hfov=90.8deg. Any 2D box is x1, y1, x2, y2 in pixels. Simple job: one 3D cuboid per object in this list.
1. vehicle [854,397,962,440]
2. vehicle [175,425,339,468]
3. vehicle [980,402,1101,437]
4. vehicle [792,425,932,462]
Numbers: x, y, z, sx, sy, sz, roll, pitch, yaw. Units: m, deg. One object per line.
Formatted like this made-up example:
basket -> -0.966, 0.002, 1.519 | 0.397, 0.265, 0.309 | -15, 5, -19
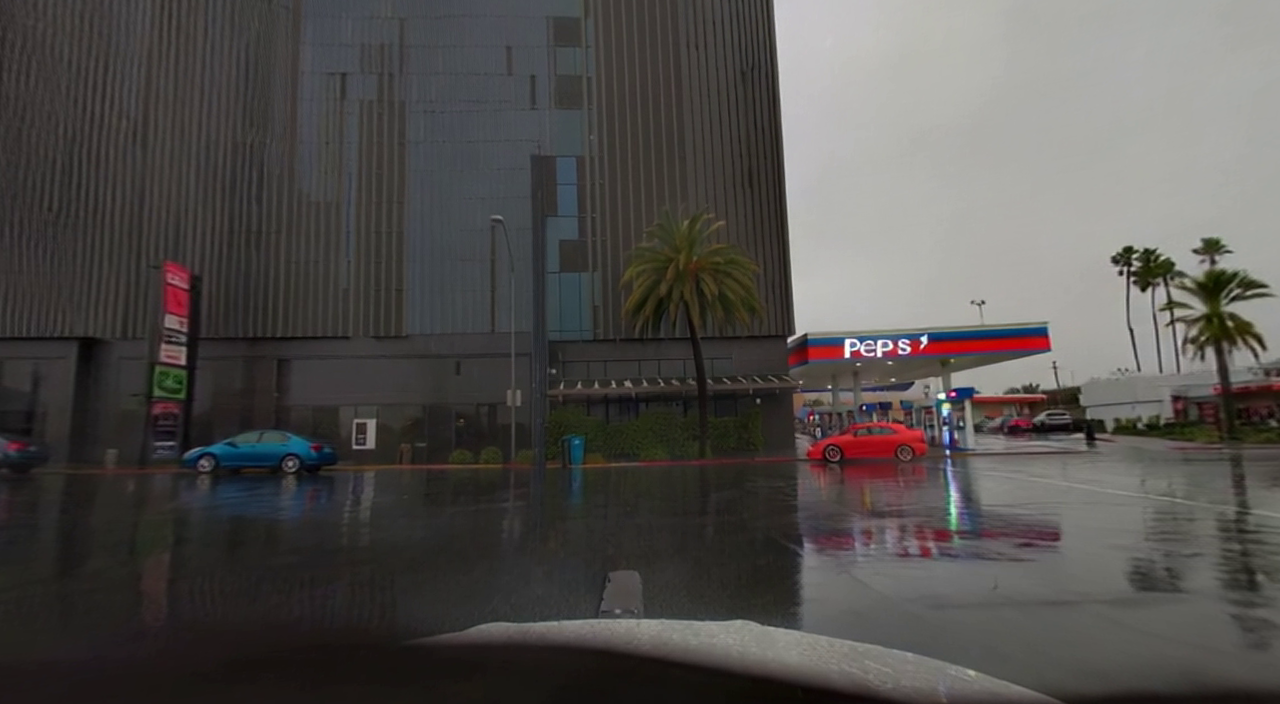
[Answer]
vehicle -> 16.189, 4.064, 38.366 | 5.524, 2.504, 2.196 | 0, -8, -3
vehicle -> -13.969, 3.460, 23.229 | 4.857, 1.497, 1.811 | 0, -9, 1
vehicle -> 28.450, 4.845, 45.033 | 7.026, 2.329, 2.545 | 1, -6, -4
vehicle -> 8.581, 3.556, 24.595 | 4.782, 1.371, 1.763 | 1, -9, -5
